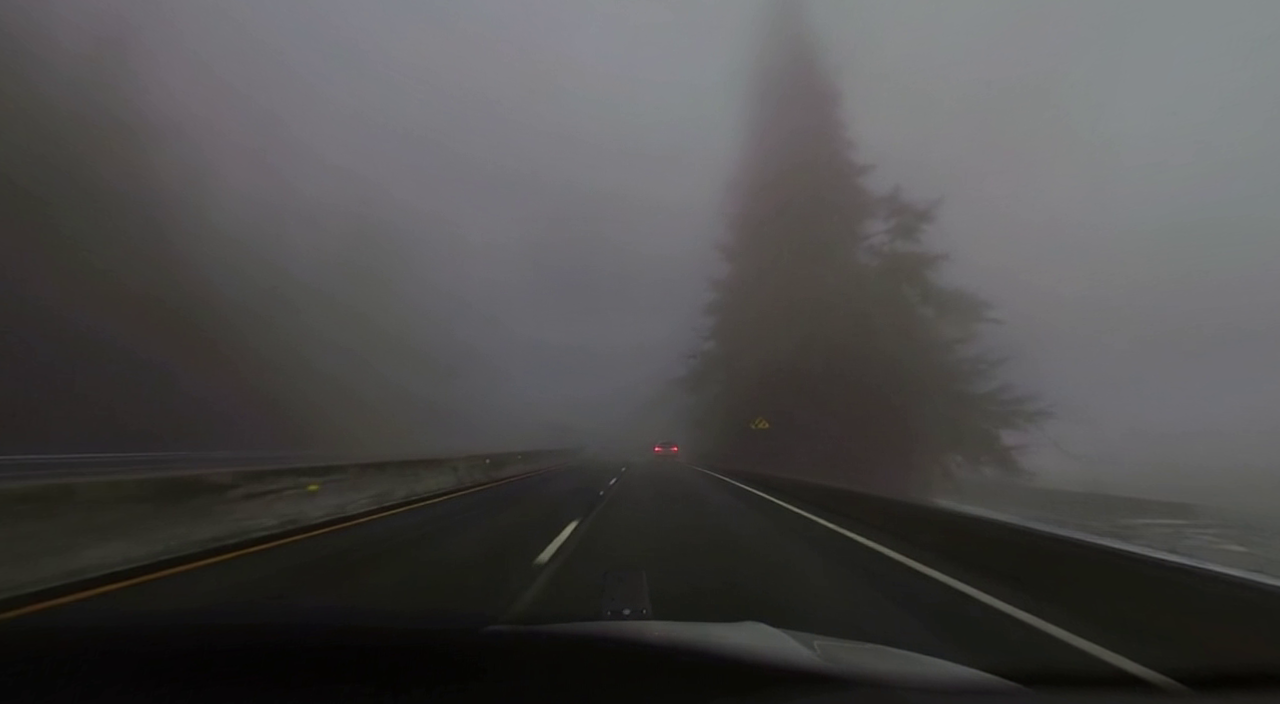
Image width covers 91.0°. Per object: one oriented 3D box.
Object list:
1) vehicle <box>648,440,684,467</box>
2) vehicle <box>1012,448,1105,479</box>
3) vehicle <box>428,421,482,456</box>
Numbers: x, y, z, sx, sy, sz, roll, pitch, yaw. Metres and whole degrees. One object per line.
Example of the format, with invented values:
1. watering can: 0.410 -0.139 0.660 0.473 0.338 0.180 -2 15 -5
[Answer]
1. vehicle: 1.479 6.005 37.415 1.966 1.542 3.979 0 -8 0
2. vehicle: 23.072 6.127 34.869 1.938 1.534 4.006 2 -8 -11
3. vehicle: -14.233 6.729 48.870 2.284 2.508 5.912 0 -8 1
